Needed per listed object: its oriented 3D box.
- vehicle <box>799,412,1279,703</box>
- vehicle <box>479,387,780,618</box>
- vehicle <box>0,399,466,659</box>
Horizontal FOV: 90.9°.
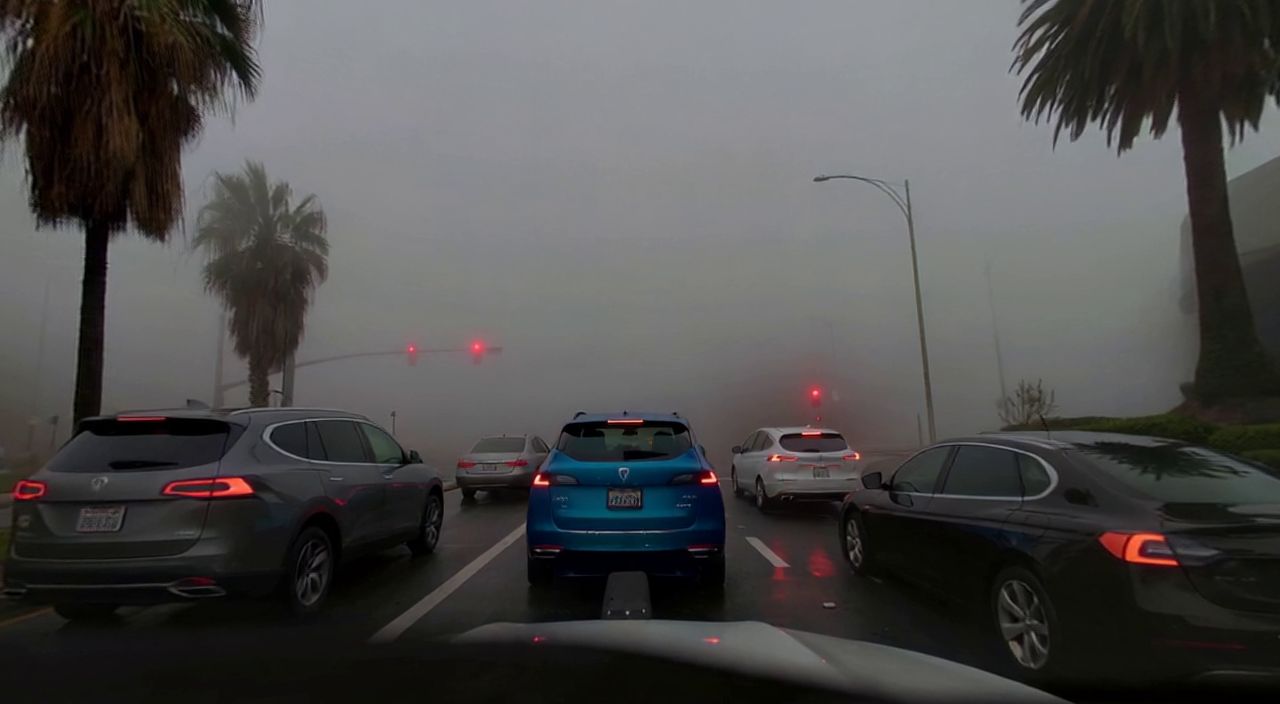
[{"bbox_3d":[2.964,1.372,5.257,2.017,1.491,4.611,0,-8,-1],"label":"vehicle"},{"bbox_3d":[-0.136,1.465,7.064,2.280,1.747,4.361,0,-8,-2],"label":"vehicle"},{"bbox_3d":[-3.354,1.383,6.049,2.014,1.534,4.455,0,-8,1],"label":"vehicle"}]
